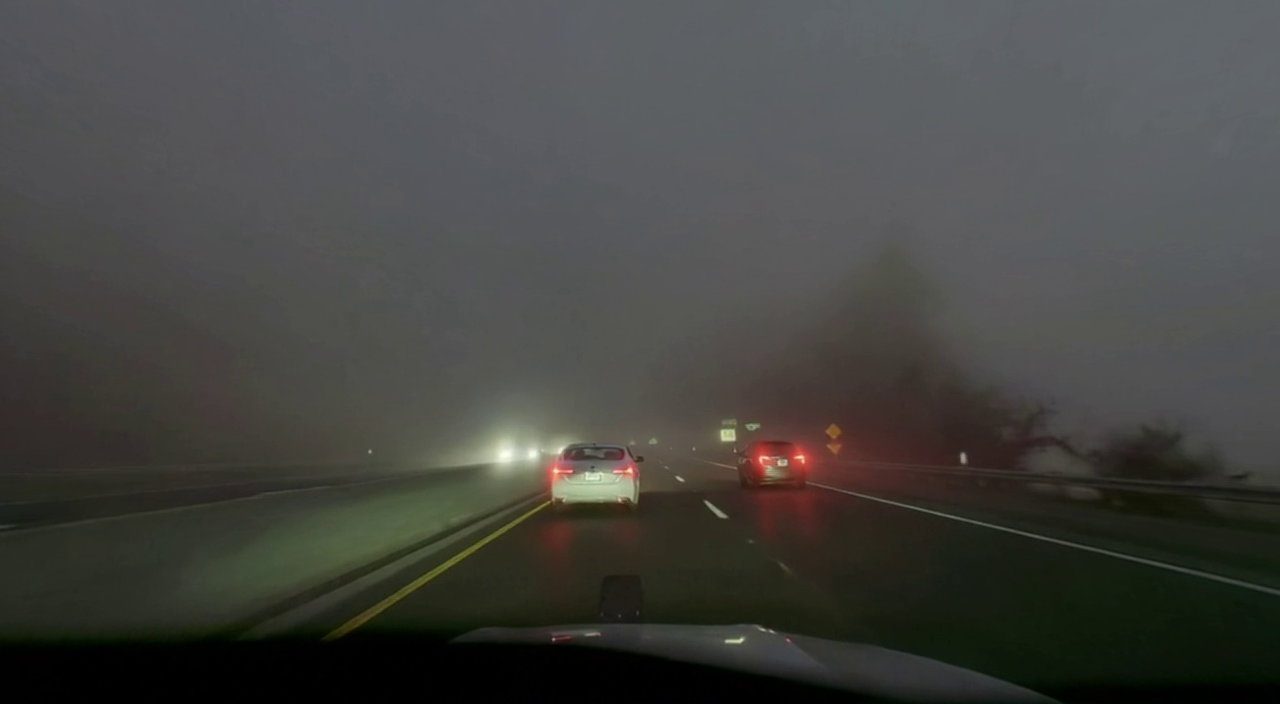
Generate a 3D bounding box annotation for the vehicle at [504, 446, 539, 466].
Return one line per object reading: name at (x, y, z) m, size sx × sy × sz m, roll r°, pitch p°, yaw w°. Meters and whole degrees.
vehicle at (-9.205, 8.135, 48.954) m, size 1.840 × 1.474 × 4.203 m, roll 0°, pitch -9°, yaw 0°

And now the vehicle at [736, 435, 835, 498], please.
vehicle at (3.962, 3.190, 17.737) m, size 1.910 × 1.554 × 3.718 m, roll 0°, pitch -9°, yaw 0°

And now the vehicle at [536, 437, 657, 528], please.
vehicle at (-0.708, 2.497, 12.522) m, size 2.013 × 1.479 × 4.169 m, roll 0°, pitch -9°, yaw 0°
